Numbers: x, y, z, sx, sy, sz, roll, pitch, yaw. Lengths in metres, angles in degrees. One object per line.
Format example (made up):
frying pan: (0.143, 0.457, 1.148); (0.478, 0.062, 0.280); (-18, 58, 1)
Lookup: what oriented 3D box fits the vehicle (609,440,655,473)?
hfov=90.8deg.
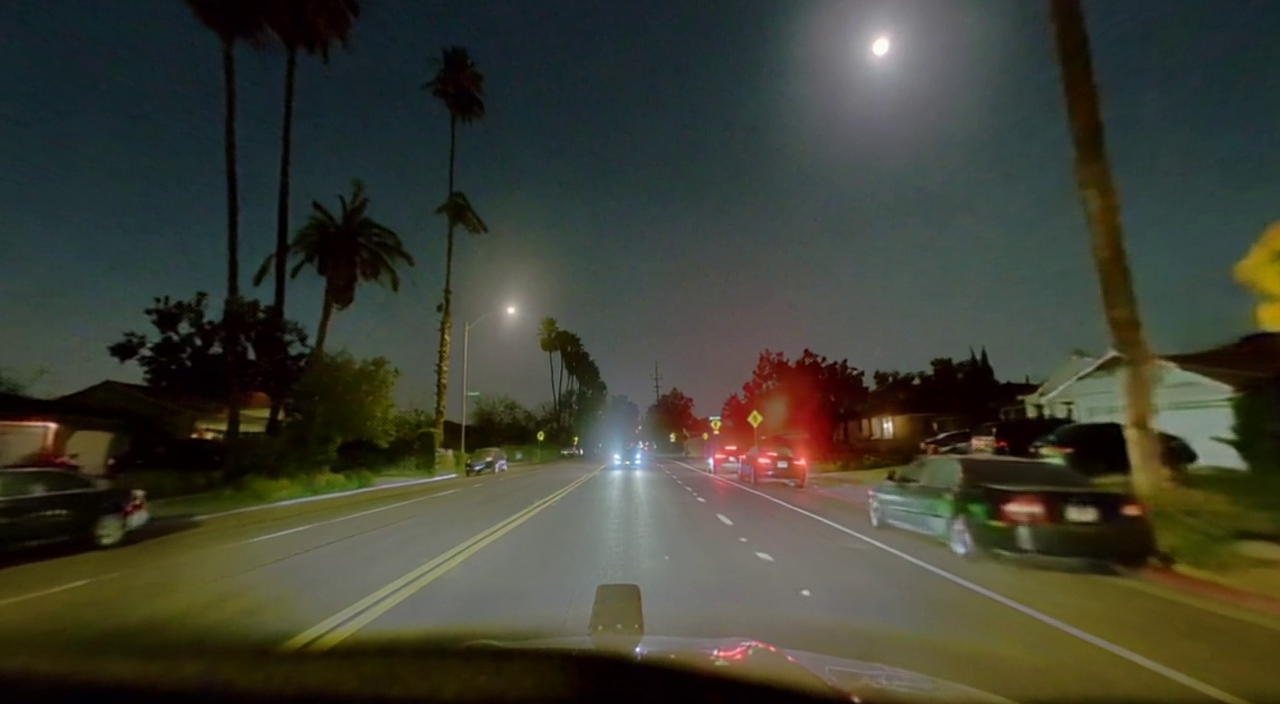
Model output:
vehicle: (-0.403, 5.123, 31.147); (2.098, 1.483, 4.099); (0, -8, -1)

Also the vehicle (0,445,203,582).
vehicle: (-8.889, 2.160, 8.522); (2.181, 1.527, 5.441); (-2, -6, 0)

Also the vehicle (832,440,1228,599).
vehicle: (4.529, 1.981, 8.671); (2.033, 1.495, 5.175); (0, -8, -2)

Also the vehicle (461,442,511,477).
vehicle: (-8.972, 6.263, 37.044); (1.945, 1.666, 4.107); (-3, -6, -1)

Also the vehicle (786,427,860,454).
vehicle: (13.337, 6.503, 46.343); (4.913, 1.930, 2.020); (-1, -8, 7)

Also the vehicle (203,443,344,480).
vehicle: (-15.817, 4.730, 27.467); (4.654, 1.490, 2.381); (0, -8, 2)

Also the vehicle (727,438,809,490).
vehicle: (4.471, 3.993, 23.008); (2.017, 1.646, 5.389); (0, -8, 2)
